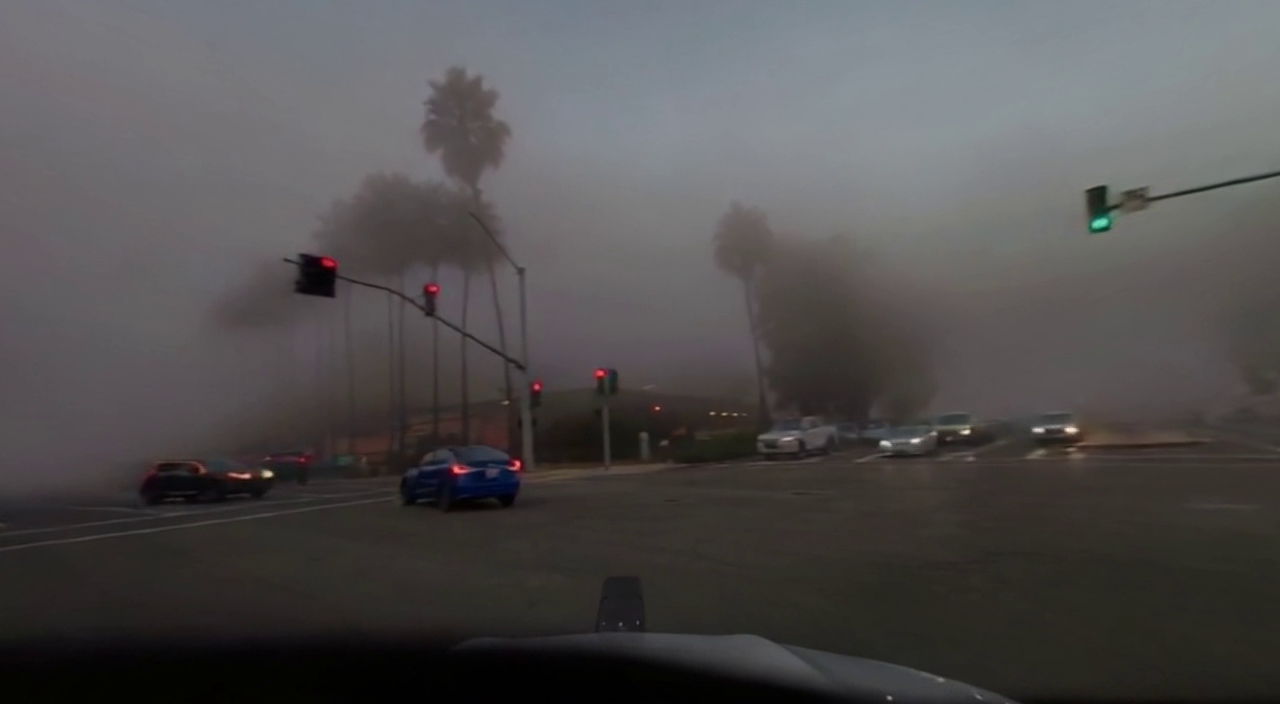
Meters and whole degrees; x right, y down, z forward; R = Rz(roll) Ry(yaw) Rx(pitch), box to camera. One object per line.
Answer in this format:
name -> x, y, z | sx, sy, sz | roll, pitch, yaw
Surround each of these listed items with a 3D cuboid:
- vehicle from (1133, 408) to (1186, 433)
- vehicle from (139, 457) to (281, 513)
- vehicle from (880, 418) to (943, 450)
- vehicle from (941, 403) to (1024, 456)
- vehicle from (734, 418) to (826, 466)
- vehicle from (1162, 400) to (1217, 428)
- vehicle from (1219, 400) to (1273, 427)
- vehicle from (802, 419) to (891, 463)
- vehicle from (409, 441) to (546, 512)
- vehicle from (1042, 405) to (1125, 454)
vehicle -> 33.325, 4.450, 40.633 | 1.977, 1.449, 4.254 | -6, -10, 31
vehicle -> -14.058, 4.239, 20.597 | 4.687, 1.509, 2.068 | -6, -10, 33
vehicle -> 13.578, 4.112, 31.416 | 1.973, 1.474, 4.495 | -6, -10, 33
vehicle -> 12.686, 2.891, 23.305 | 2.187, 1.740, 4.022 | -6, -10, 33
vehicle -> 5.899, 3.700, 26.245 | 2.090, 1.593, 4.176 | -9, -8, 35
vehicle -> 42.537, 4.861, 49.024 | 2.313, 1.935, 4.969 | -6, -10, 32
vehicle -> 47.307, 4.859, 49.427 | 2.027, 1.848, 5.158 | -6, -10, 33
vehicle -> 7.916, 3.367, 23.959 | 2.041, 1.498, 4.348 | -6, -10, 33
vehicle -> -4.161, 2.977, 15.708 | 2.089, 1.471, 4.206 | 5, -10, -32
vehicle -> 15.123, 2.644, 21.633 | 2.041, 1.473, 4.221 | -6, -8, 34
